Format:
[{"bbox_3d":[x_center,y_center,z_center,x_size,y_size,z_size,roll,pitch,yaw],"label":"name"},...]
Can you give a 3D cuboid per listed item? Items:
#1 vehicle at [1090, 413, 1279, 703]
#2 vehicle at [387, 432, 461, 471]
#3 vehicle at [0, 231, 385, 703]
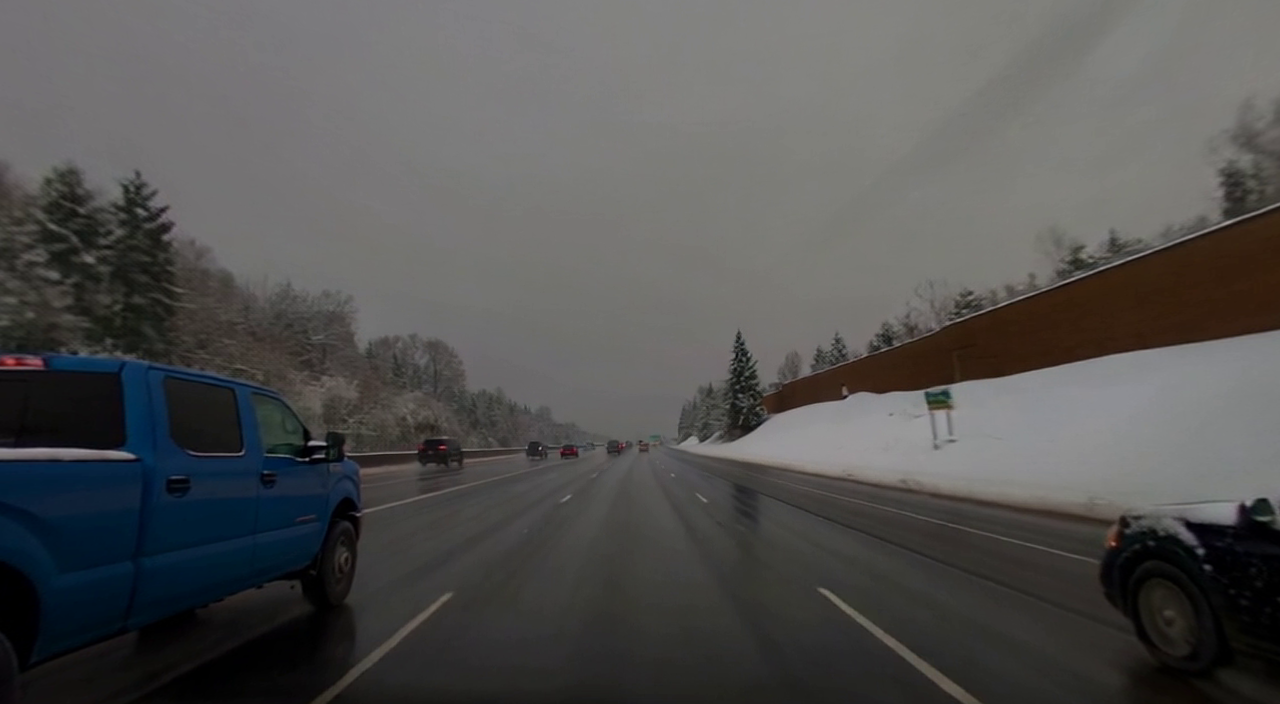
[{"bbox_3d":[4.255,0.915,2.110,2.047,1.524,4.619,0,-9,-1],"label":"vehicle"},{"bbox_3d":[-11.002,5.106,32.546,2.012,1.875,4.895,0,-9,1],"label":"vehicle"},{"bbox_3d":[-3.563,0.651,2.472,2.483,2.100,6.208,0,-9,0],"label":"vehicle"}]
